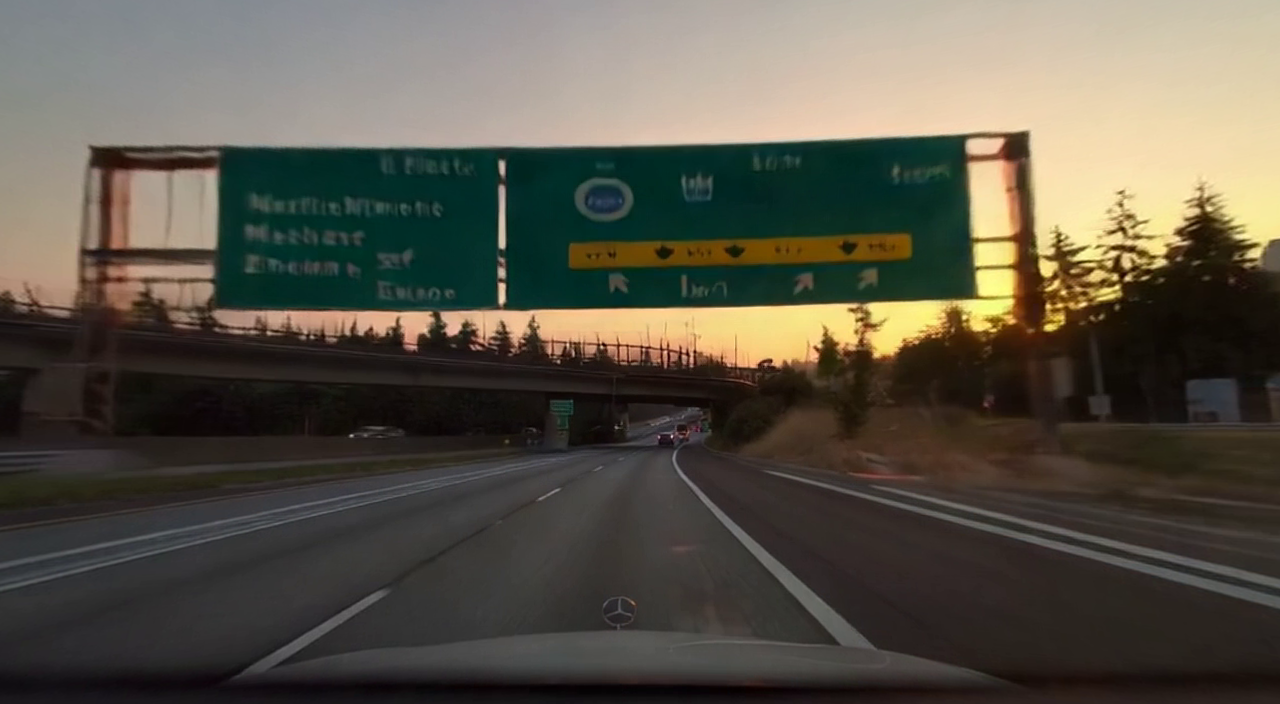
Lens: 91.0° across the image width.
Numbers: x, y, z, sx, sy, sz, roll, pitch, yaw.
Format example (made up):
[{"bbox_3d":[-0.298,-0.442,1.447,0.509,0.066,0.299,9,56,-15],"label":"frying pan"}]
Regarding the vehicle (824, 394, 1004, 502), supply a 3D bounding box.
[{"bbox_3d":[5.761,2.089,13.909,1.914,2.013,4.041,0,-8,-3],"label":"vehicle"}]
